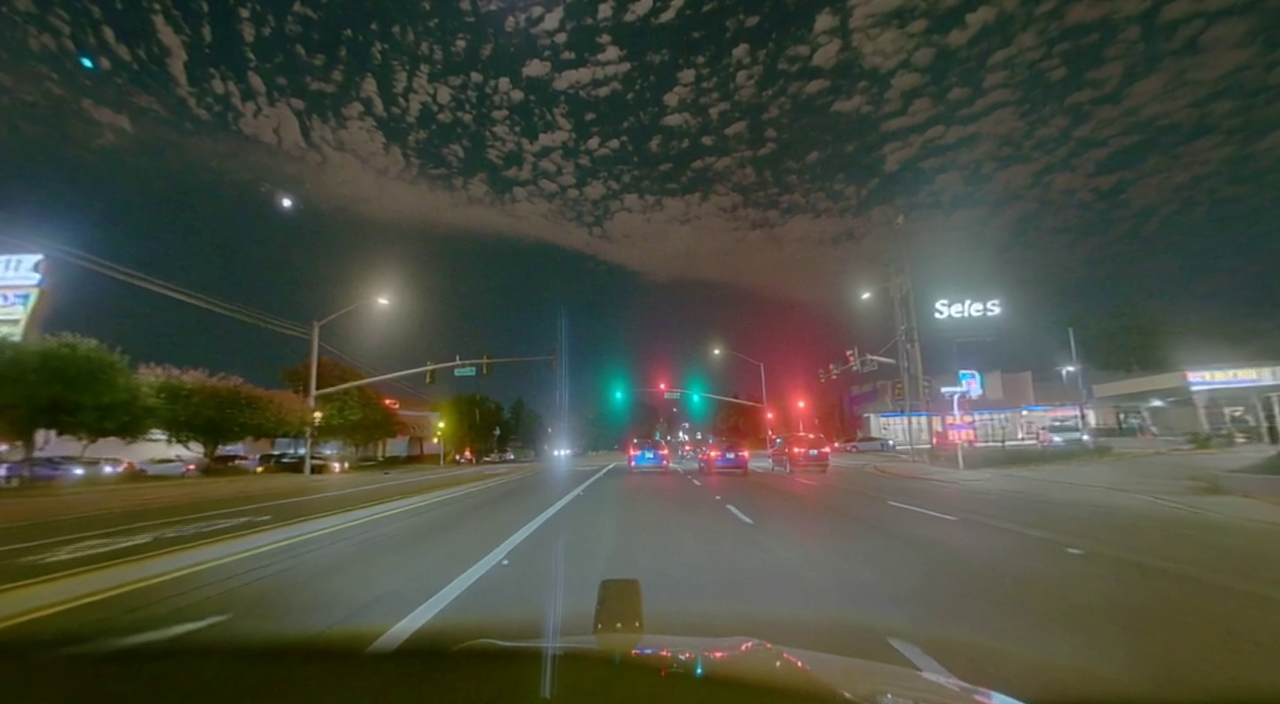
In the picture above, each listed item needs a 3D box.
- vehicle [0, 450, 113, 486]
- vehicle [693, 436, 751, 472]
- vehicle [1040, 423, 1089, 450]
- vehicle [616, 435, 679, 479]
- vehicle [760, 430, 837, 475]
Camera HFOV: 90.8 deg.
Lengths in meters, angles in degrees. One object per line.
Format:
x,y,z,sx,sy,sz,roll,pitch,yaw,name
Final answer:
-31.290,6.138,33.617,4.471,1.829,2.071,0,-8,-2,vehicle
3.634,4.606,28.810,1.889,1.473,4.643,0,-8,-1,vehicle
26.019,5.253,38.857,2.222,1.538,4.817,-5,-10,31,vehicle
0.224,3.888,23.657,2.135,1.468,4.076,0,-8,-1,vehicle
6.540,4.203,26.570,2.009,1.700,4.275,0,-8,-1,vehicle
